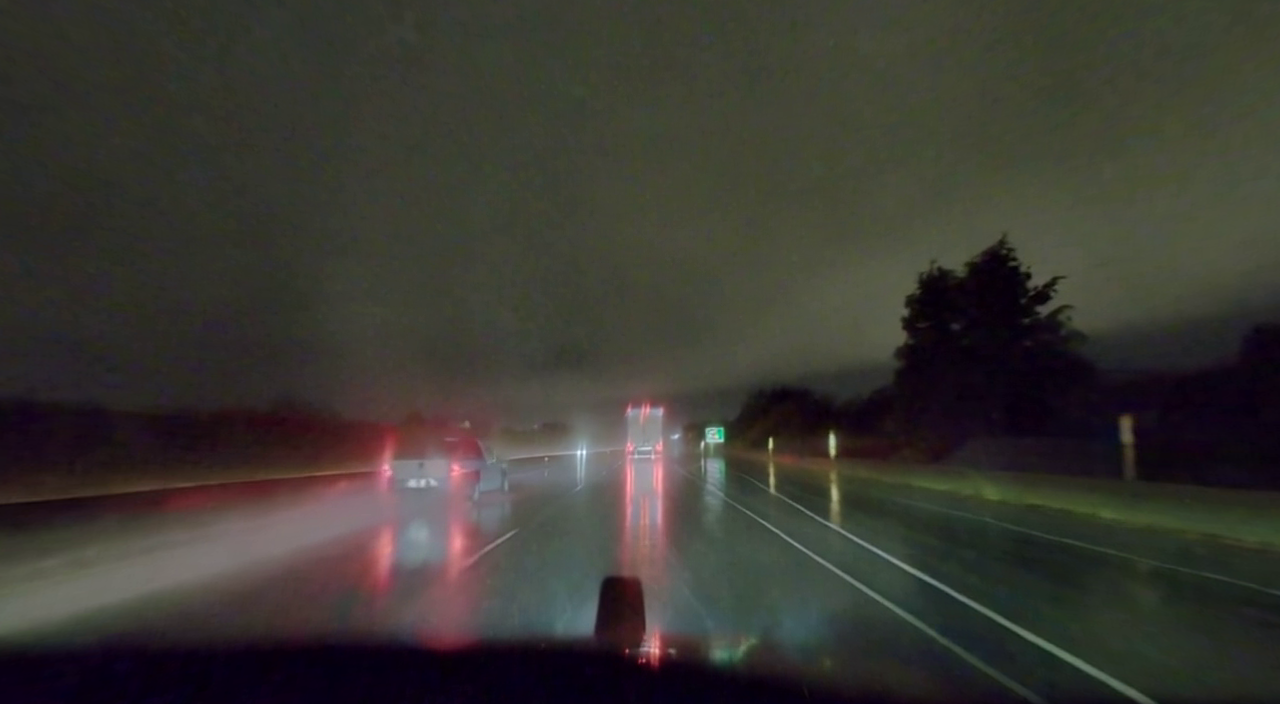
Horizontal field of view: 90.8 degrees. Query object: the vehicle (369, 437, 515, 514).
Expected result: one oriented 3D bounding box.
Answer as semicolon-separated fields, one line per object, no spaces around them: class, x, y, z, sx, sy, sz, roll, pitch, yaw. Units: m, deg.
vehicle;-4.754;3.046;16.078;2.016;1.636;4.964;0;-9;1
